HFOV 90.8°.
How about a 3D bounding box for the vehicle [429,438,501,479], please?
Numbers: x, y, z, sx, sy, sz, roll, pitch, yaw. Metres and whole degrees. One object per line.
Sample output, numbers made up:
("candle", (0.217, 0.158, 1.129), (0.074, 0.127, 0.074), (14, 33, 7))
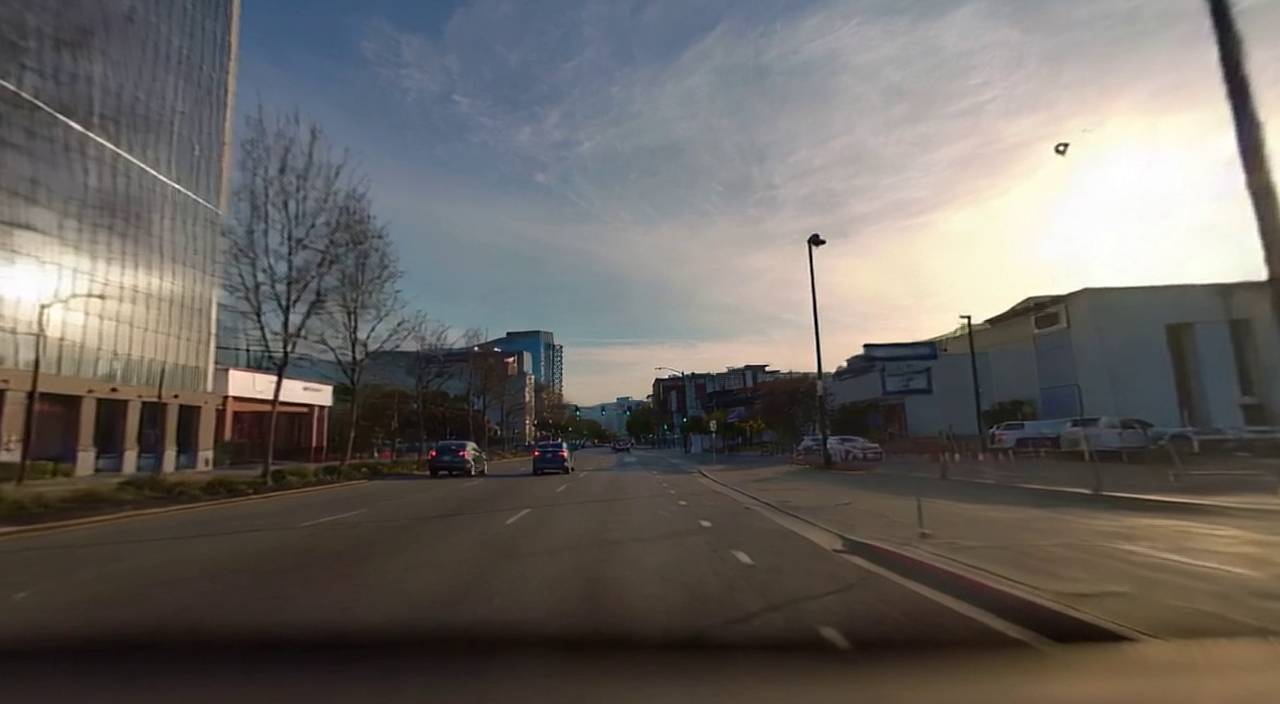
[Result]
("vehicle", (-7.510, 4.608, 27.584), (1.909, 1.605, 4.561), (0, -9, -1))

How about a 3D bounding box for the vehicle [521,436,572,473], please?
("vehicle", (-4.653, 5.186, 32.058), (2.052, 1.729, 4.195), (0, -9, -1))

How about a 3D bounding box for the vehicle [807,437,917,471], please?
("vehicle", (10.533, 4.875, 30.255), (4.513, 1.541, 1.948), (-1, -9, 4))
